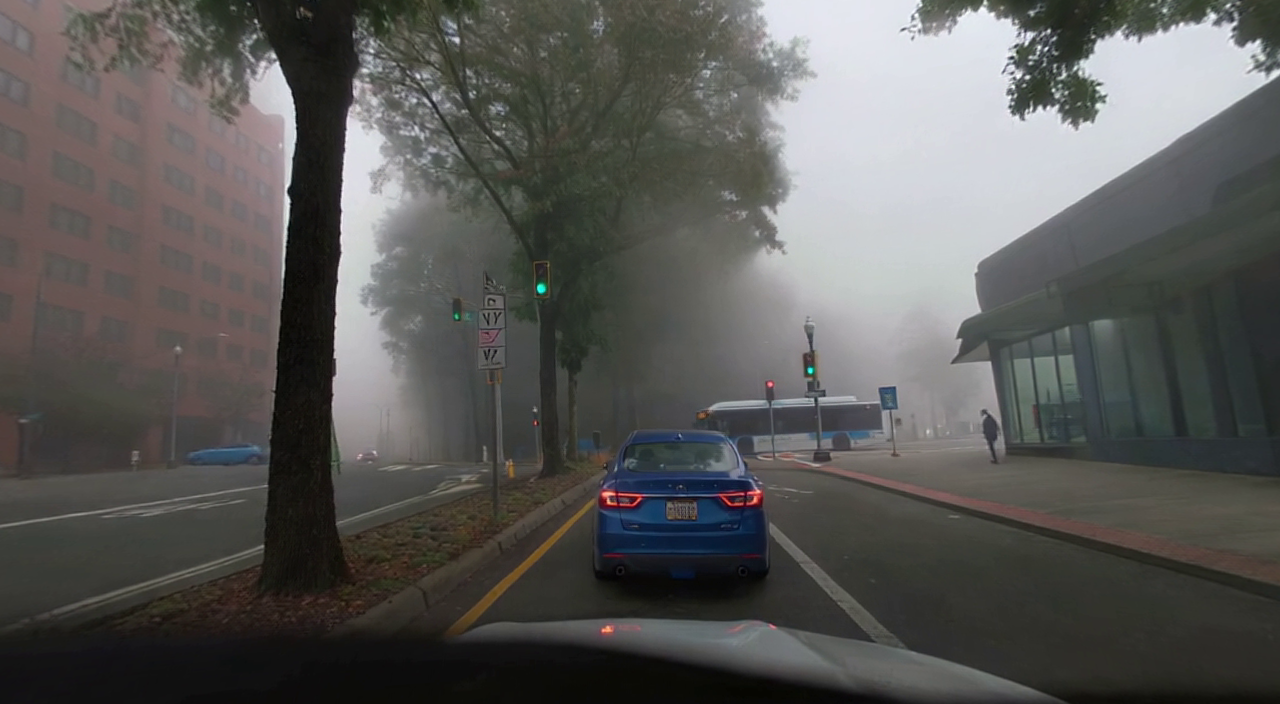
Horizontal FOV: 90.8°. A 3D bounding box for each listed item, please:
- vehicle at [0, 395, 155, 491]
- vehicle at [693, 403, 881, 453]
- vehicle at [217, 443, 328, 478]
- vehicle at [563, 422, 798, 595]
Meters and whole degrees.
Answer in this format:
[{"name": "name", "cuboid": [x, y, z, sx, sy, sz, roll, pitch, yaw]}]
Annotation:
[{"name": "vehicle", "cuboid": [-25.941, 3.644, 25.324, 2.692, 3.685, 10.153, -3, -9, 20]}, {"name": "vehicle", "cuboid": [11.210, 5.960, 49.211, 13.811, 3.706, 2.997, 0, -9, 0]}, {"name": "vehicle", "cuboid": [-19.010, 5.604, 32.888, 1.892, 1.645, 4.561, -6, -10, 34]}, {"name": "vehicle", "cuboid": [0.384, 1.629, 7.383, 2.006, 1.470, 3.799, 0, -8, 1]}]
